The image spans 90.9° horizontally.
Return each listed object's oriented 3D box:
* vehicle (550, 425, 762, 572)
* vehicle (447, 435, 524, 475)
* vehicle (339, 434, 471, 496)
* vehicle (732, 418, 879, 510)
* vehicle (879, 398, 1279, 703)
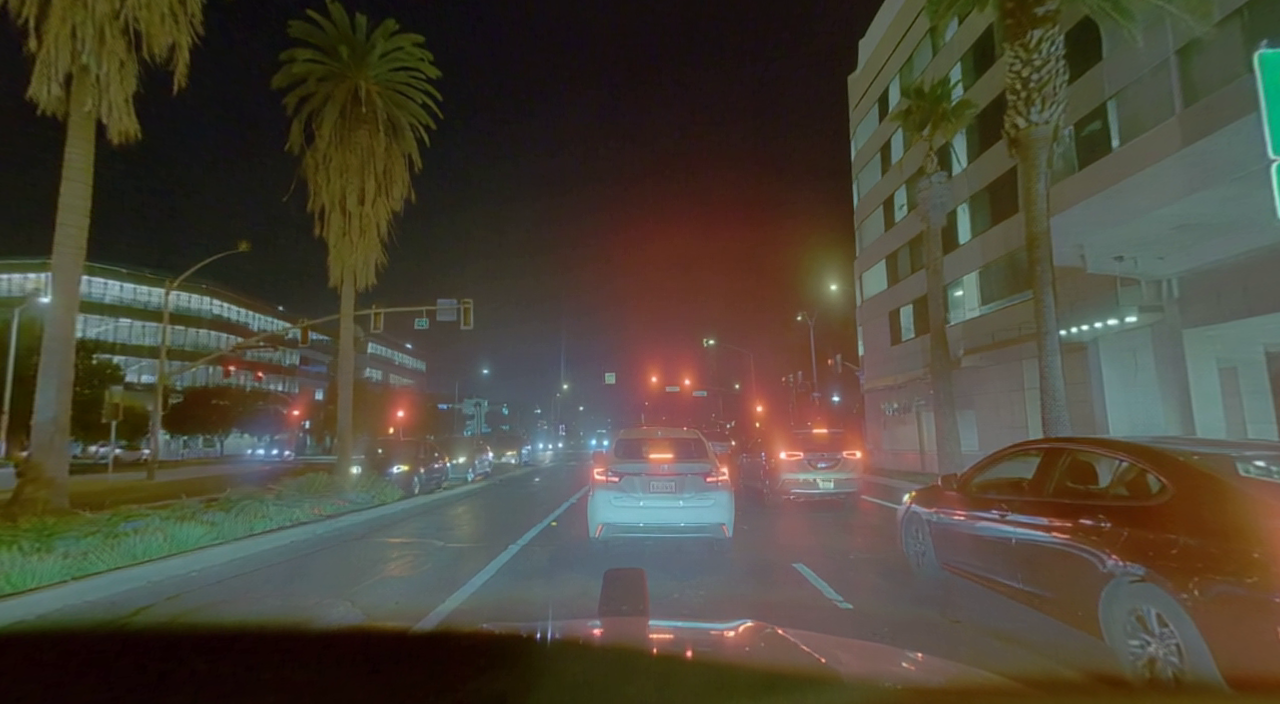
[{"bbox_3d":[0.181,1.787,8.453,2.140,1.474,4.026,0,-8,1],"label":"vehicle"},{"bbox_3d":[-6.041,4.095,25.212,1.822,1.456,4.396,-1,-8,2],"label":"vehicle"},{"bbox_3d":[-6.254,3.048,17.397,1.900,1.487,4.165,0,-8,2],"label":"vehicle"},{"bbox_3d":[3.497,2.474,14.308,2.169,1.751,4.276,0,-8,0],"label":"vehicle"},{"bbox_3d":[3.546,1.226,4.483,1.910,1.490,4.661,0,-8,1],"label":"vehicle"}]
